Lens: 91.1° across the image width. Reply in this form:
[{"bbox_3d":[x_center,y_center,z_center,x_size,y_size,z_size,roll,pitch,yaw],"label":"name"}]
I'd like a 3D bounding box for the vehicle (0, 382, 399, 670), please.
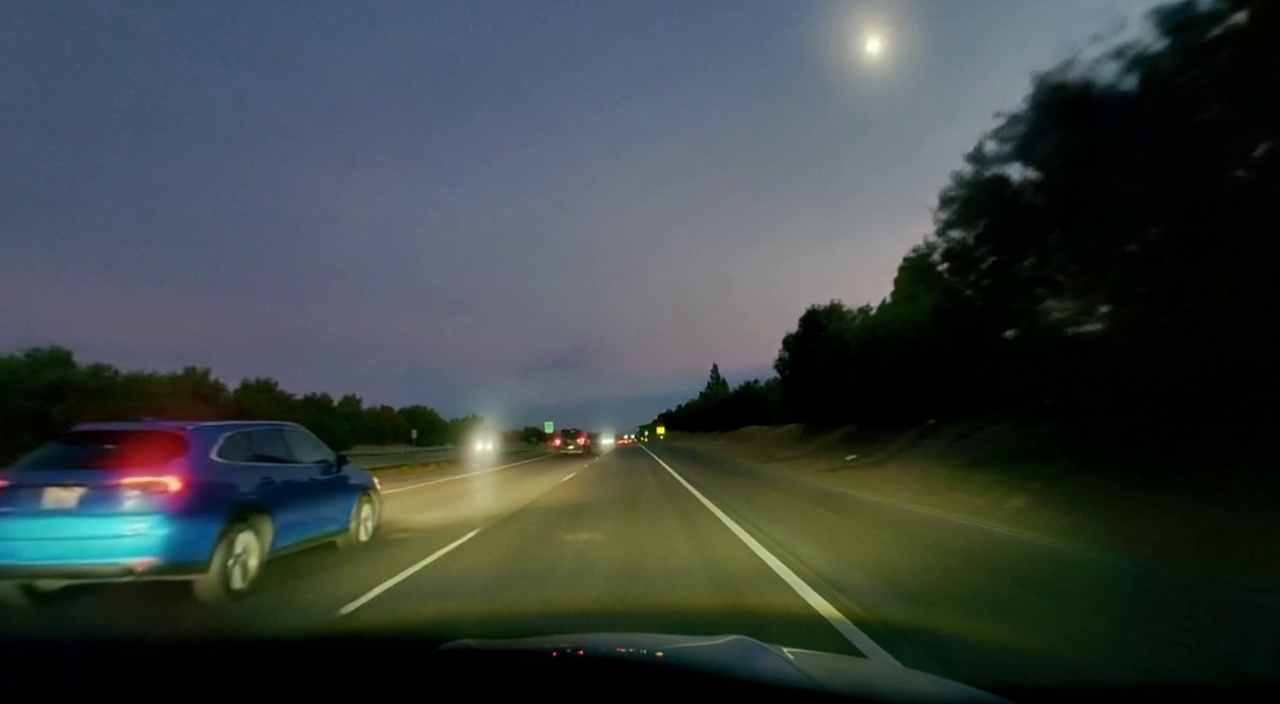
[{"bbox_3d":[-4.194,1.303,5.961,2.070,1.647,4.577,0,-8,-1],"label":"vehicle"}]

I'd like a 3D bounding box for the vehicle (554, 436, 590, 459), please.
[{"bbox_3d":[-4.672,6.599,43.794,2.063,1.496,4.225,0,-8,-1],"label":"vehicle"}]
